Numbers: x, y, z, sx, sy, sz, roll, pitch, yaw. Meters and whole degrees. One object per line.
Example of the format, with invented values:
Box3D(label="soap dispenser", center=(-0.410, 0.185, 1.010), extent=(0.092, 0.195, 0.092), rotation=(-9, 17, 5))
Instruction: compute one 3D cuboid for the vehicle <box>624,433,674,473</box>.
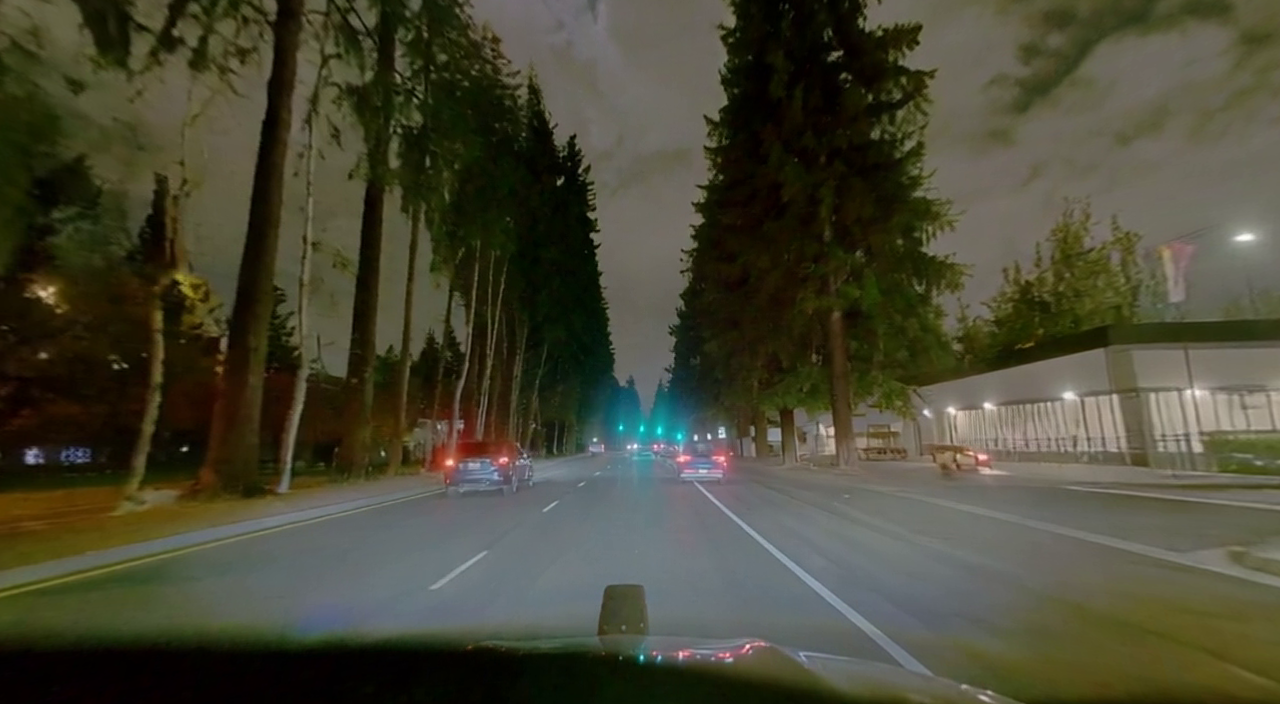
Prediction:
Box3D(label="vehicle", center=(0.469, 4.973, 31.193), extent=(2.289, 1.808, 4.033), rotation=(0, -8, 1))

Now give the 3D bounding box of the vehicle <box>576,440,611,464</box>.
Box3D(label="vehicle", center=(-3.257, 7.124, 45.015), extent=(2.062, 1.641, 4.193), rotation=(0, -8, 1))

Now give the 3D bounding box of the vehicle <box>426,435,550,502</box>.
Box3D(label="vehicle", center=(-3.800, 3.000, 16.788), extent=(2.003, 1.507, 4.808), rotation=(0, -8, 1))

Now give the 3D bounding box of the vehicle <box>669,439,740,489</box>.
Box3D(label="vehicle", center=(2.054, 3.604, 20.685), extent=(2.086, 1.466, 4.026), rotation=(-1, -8, 5))
